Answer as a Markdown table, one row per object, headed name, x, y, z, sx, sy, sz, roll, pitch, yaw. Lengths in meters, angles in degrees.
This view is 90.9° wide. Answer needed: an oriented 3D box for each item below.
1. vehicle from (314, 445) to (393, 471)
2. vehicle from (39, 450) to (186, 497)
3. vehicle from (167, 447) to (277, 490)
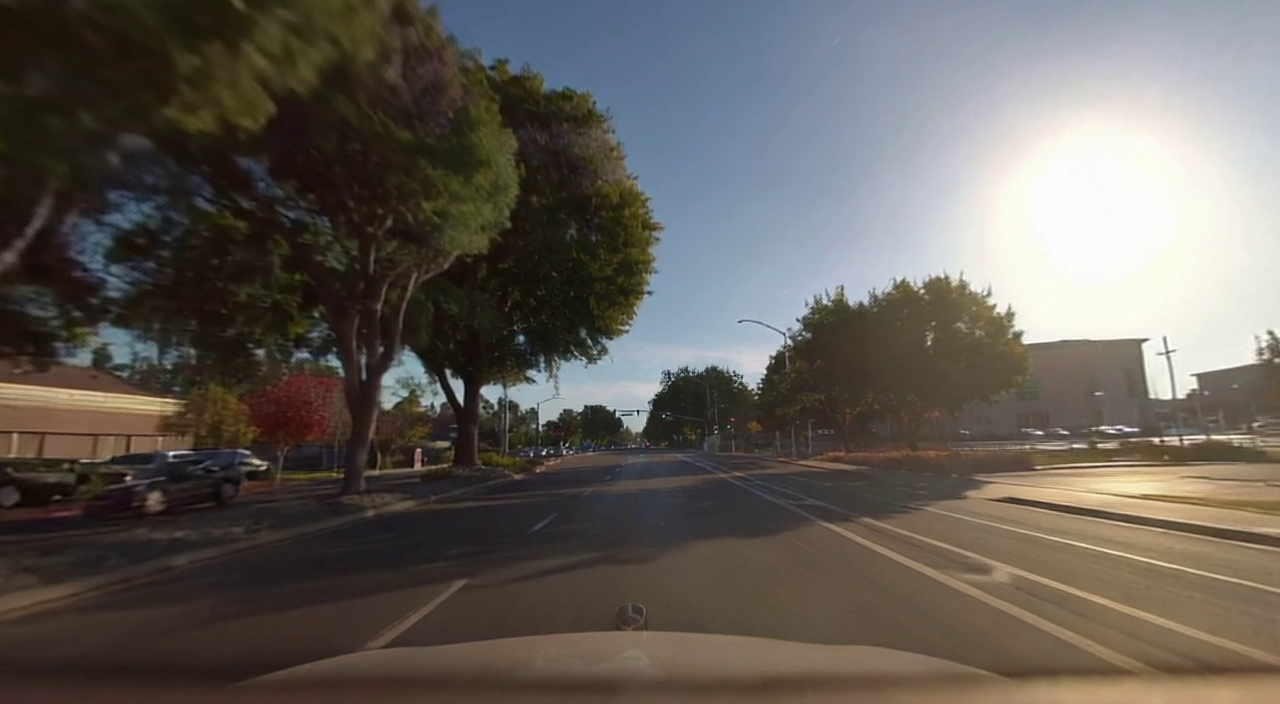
| name | x | y | z | sx | sy | sz | roll | pitch | yaw |
| --- | --- | --- | --- | --- | --- | --- | --- | --- | --- |
| vehicle | -22.584 | 8.344 | 49.865 | 5.215 | 1.887 | 2.213 | 0 | -9 | -8 |
| vehicle | -23.758 | 5.460 | 28.526 | 4.634 | 1.977 | 2.282 | -1 | -9 | 3 |
| vehicle | -24.180 | 6.712 | 36.594 | 5.040 | 2.072 | 1.949 | -3 | -6 | 0 |
